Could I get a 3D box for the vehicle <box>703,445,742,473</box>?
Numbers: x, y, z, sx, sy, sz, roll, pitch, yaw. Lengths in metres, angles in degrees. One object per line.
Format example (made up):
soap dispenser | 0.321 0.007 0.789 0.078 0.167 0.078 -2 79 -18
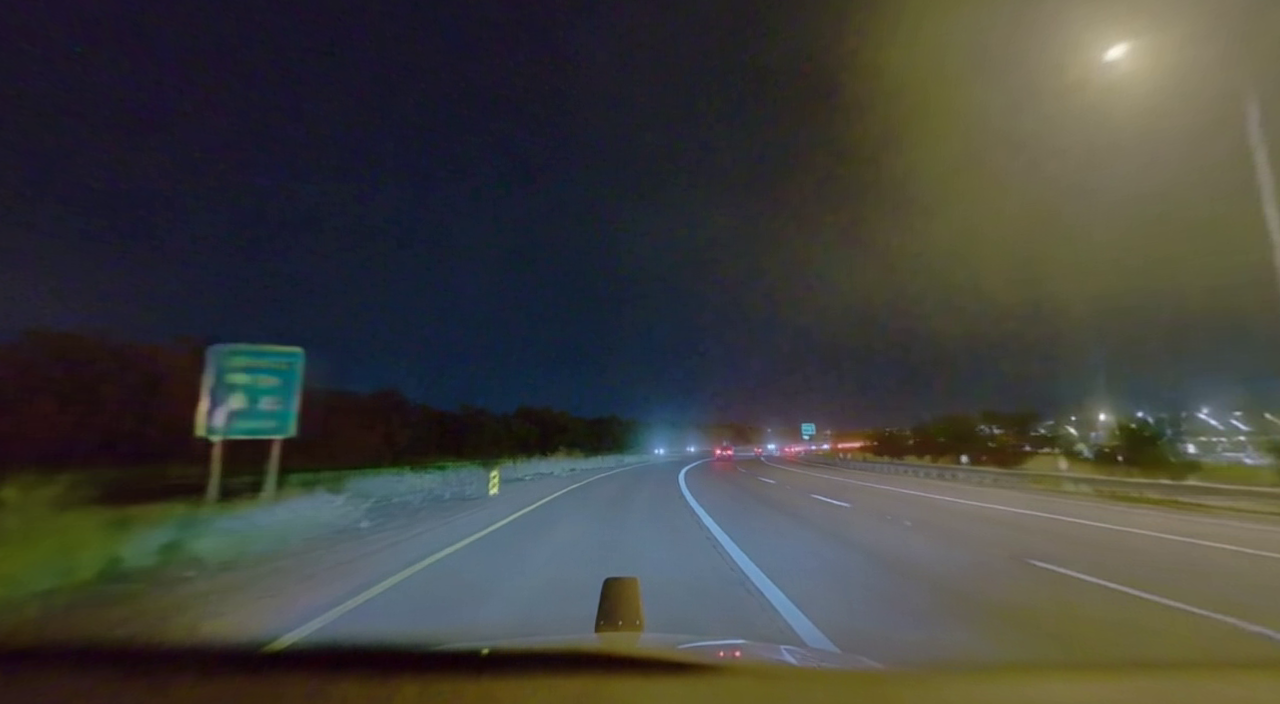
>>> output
vehicle | 4.720 6.170 36.779 1.874 1.506 4.116 0 -8 2
